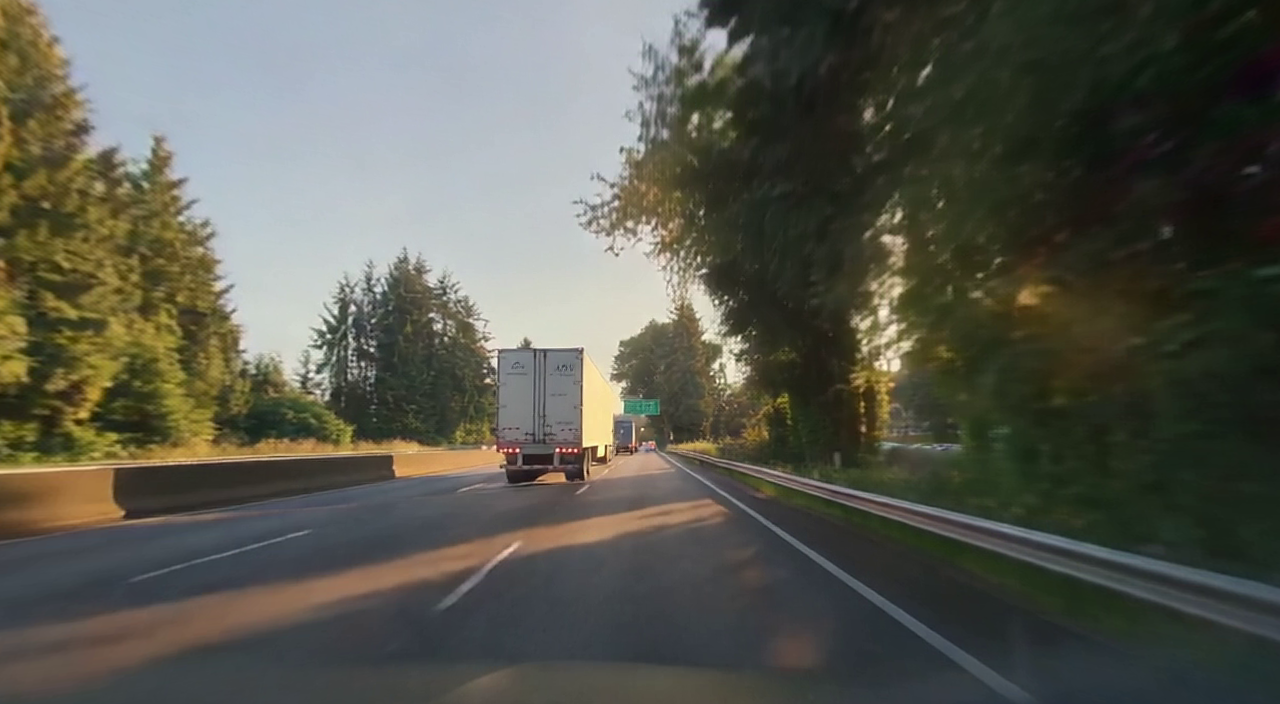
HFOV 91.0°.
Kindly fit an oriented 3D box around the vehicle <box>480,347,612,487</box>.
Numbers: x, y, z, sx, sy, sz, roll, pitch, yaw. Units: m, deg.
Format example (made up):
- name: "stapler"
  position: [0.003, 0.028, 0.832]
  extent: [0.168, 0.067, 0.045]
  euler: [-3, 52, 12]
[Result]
- name: "vehicle"
  position: [-3.022, 2.868, 25.369]
  extent: [2.947, 4.051, 14.256]
  euler: [0, -8, 1]
